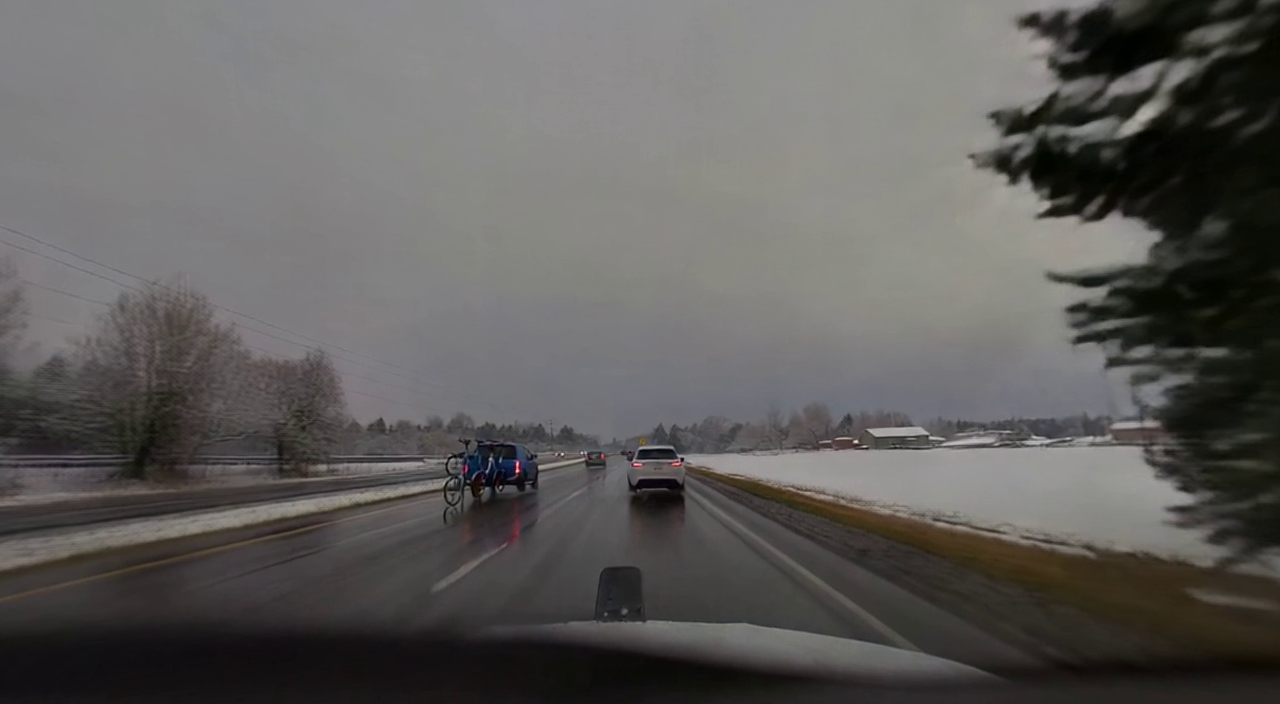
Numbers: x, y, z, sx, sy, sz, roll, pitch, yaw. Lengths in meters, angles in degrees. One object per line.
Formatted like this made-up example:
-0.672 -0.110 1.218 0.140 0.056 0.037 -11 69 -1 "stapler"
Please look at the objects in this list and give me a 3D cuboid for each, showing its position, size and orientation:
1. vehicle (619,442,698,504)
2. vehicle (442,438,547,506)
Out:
0.466 3.495 18.558 2.063 1.582 3.955 0 -9 -1 "vehicle"
-3.955 3.345 17.891 1.962 1.681 4.033 0 -9 1 "vehicle"
